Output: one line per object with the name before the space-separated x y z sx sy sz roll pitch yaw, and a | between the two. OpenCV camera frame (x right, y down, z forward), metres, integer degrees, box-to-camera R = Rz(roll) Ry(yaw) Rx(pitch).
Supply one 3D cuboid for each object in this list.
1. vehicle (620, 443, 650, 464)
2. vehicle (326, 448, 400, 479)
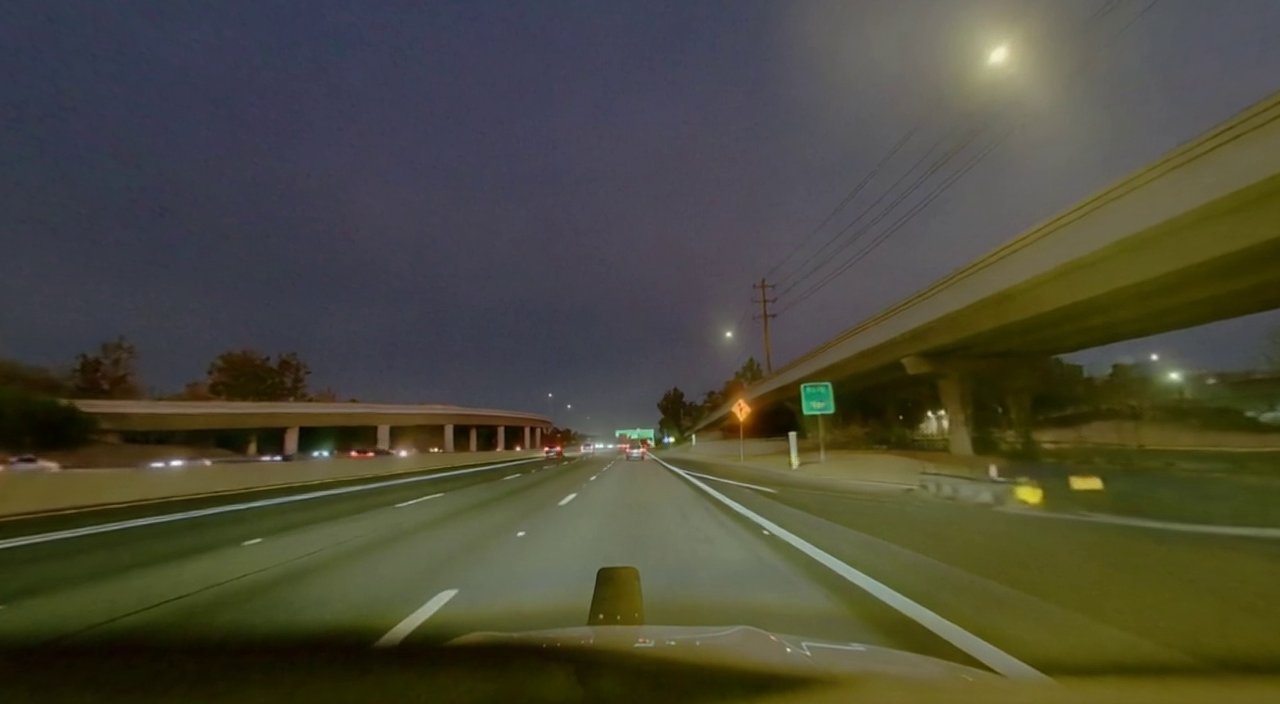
vehicle | -0.406 7.344 45.904 2.086 1.472 4.168 0 -8 -1
vehicle | -14.800 5.943 34.094 1.969 1.486 4.395 0 -8 0
